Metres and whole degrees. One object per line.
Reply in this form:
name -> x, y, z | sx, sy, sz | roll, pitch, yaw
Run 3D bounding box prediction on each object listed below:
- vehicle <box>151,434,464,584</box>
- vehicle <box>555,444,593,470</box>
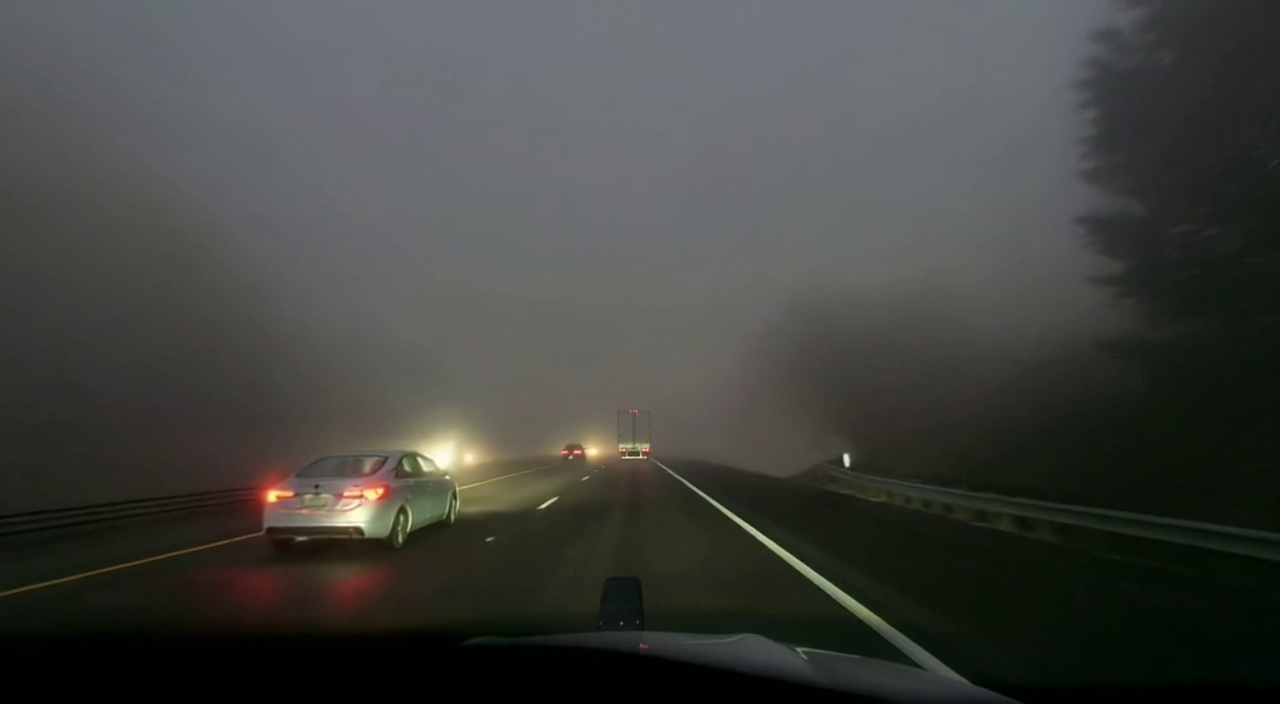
vehicle -> -3.974, 1.920, 8.535 | 1.978, 1.507, 4.062 | 0, -9, 0
vehicle -> -4.458, 7.142, 43.176 | 2.115, 1.668, 4.217 | 0, -9, 0
